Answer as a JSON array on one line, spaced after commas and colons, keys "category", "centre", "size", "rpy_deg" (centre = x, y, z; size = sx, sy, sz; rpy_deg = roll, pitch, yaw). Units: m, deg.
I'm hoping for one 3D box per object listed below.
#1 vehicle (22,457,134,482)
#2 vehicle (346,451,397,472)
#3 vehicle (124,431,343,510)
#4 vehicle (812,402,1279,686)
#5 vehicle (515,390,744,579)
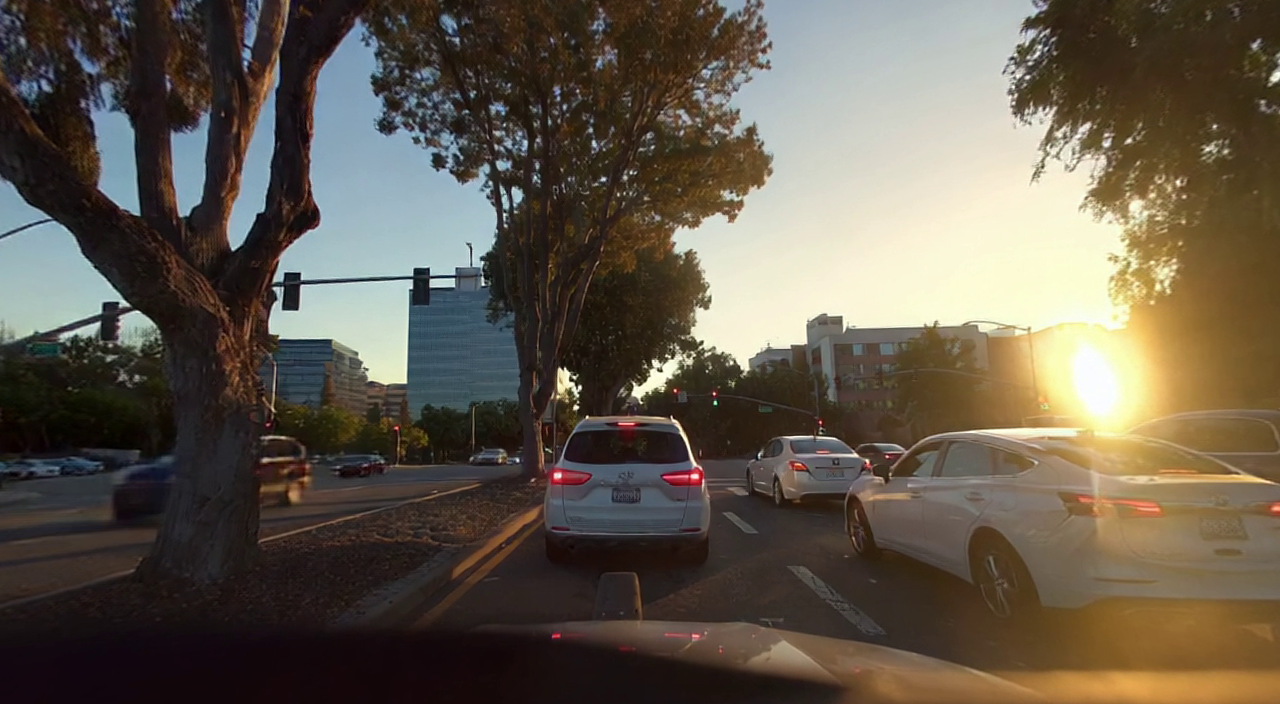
[{"category": "vehicle", "centre": [-35.089, 7.341, 39.592], "size": [4.845, 1.442, 1.880], "rpy_deg": [2, -9, -13]}, {"category": "vehicle", "centre": [-20.875, 8.512, 49.325], "size": [1.899, 1.469, 4.668], "rpy_deg": [0, -9, 0]}, {"category": "vehicle", "centre": [-11.052, 3.253, 18.012], "size": [2.204, 1.848, 6.047], "rpy_deg": [0, -9, 1]}, {"category": "vehicle", "centre": [3.363, 1.419, 5.967], "size": [2.034, 1.558, 4.774], "rpy_deg": [0, -9, -1]}, {"category": "vehicle", "centre": [-0.214, 1.618, 8.435], "size": [2.236, 1.827, 4.316], "rpy_deg": [1, -9, -3]}]
